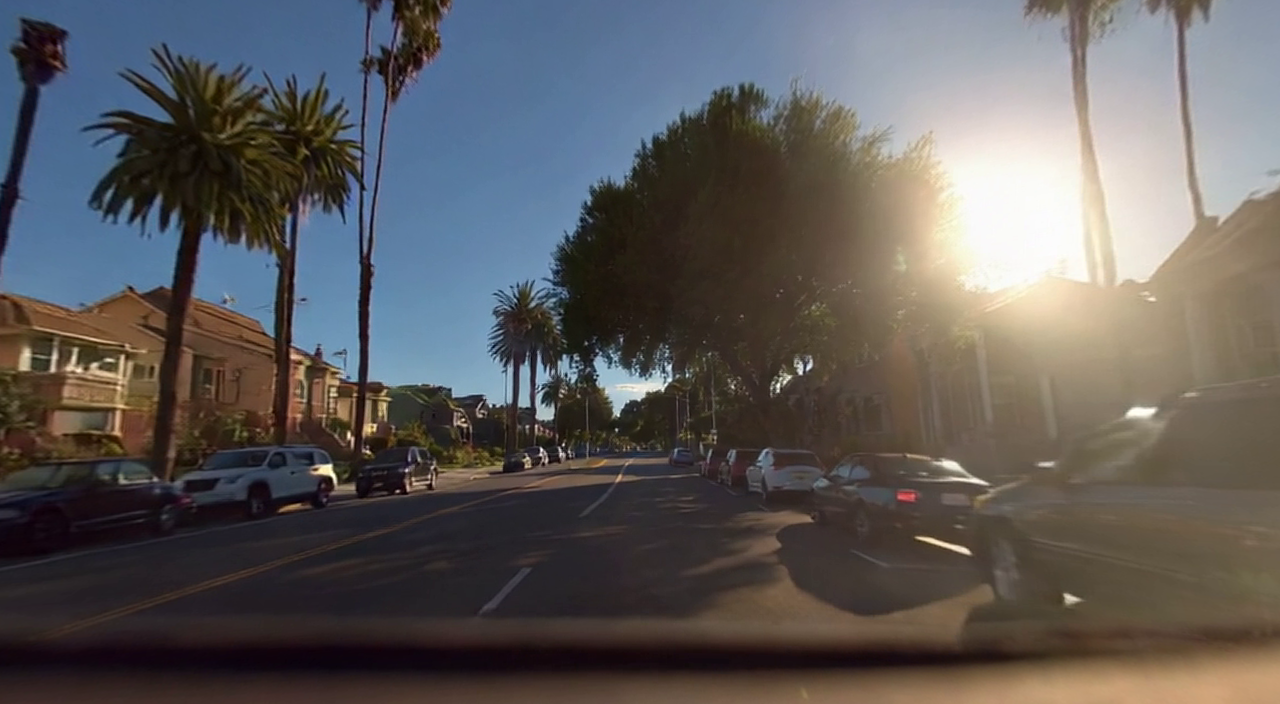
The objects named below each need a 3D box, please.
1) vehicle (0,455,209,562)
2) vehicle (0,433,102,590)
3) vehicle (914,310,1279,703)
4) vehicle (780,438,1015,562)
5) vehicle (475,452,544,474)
[{"bbox_3d":[-9.350,2.382,9.938,3.867,1.471,1.852,4,-9,-23],"label":"vehicle"},{"bbox_3d":[-9.093,1.786,7.191,4.009,1.712,1.895,4,-9,-25],"label":"vehicle"},{"bbox_3d":[3.786,0.931,3.624,2.121,1.929,4.763,1,-8,-2],"label":"vehicle"},{"bbox_3d":[3.652,2.147,10.036,1.819,1.487,4.537,0,-8,0],"label":"vehicle"},{"bbox_3d":[-9.162,7.752,44.332,4.419,1.486,1.808,3,-9,-21],"label":"vehicle"}]
